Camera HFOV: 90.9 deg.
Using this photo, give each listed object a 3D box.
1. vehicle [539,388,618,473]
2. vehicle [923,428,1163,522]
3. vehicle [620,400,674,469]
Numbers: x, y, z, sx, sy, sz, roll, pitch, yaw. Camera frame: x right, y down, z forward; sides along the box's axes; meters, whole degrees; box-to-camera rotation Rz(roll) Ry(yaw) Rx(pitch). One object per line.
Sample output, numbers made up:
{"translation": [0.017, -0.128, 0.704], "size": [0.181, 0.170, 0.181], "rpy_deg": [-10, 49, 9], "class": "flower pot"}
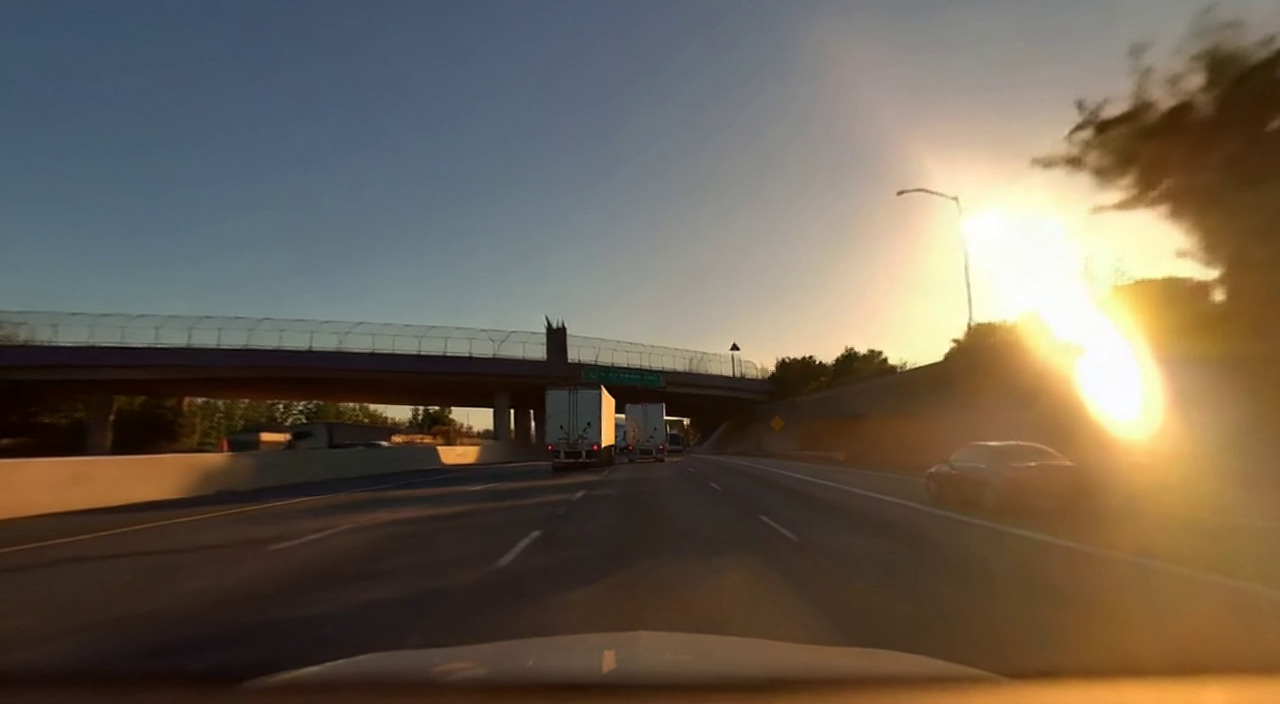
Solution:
{"translation": [-3.073, 4.451, 35.389], "size": [2.962, 3.947, 11.574], "rpy_deg": [0, -8, 1], "class": "vehicle"}
{"translation": [7.835, 2.382, 12.937], "size": [1.969, 1.560, 4.394], "rpy_deg": [1, -8, -1], "class": "vehicle"}
{"translation": [0.413, 5.418, 42.040], "size": [3.054, 3.944, 11.230], "rpy_deg": [-1, -7, 0], "class": "vehicle"}
